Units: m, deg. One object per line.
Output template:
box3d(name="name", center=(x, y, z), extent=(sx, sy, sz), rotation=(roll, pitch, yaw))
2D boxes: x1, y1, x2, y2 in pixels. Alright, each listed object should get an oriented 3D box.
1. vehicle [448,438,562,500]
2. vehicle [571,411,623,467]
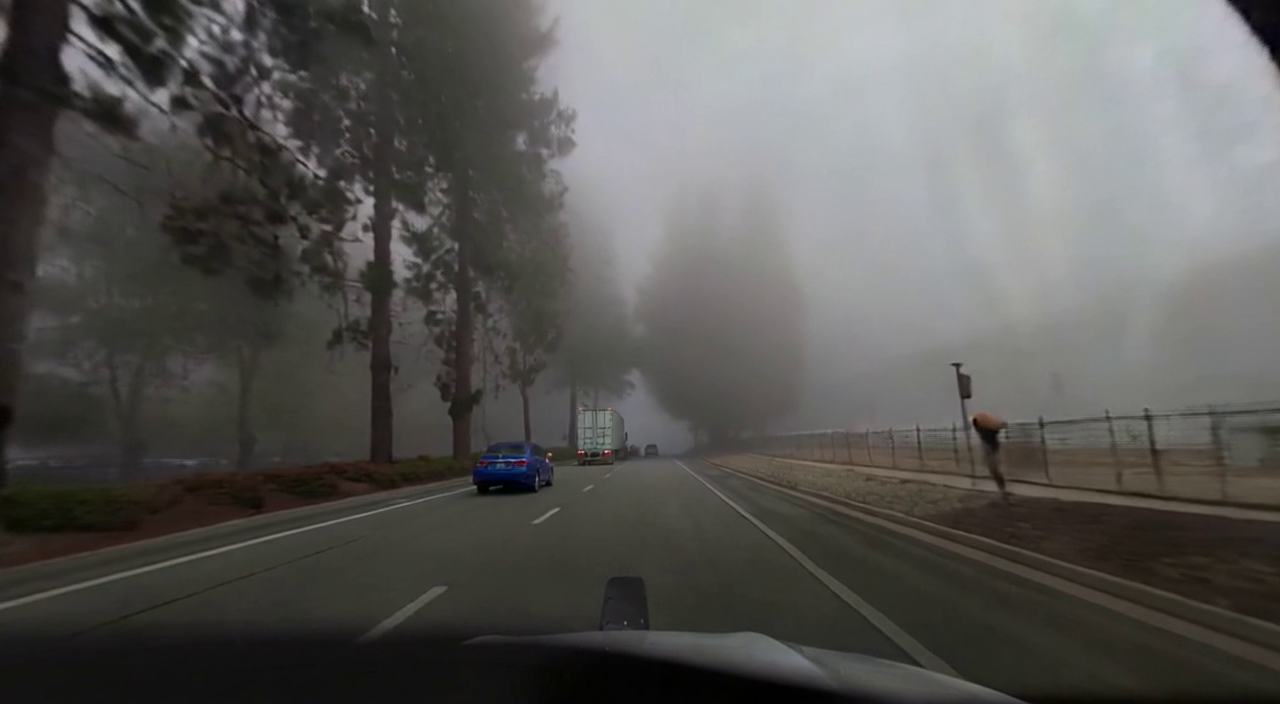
box3d(name="vehicle", center=(-3.491, 3.109, 17.231), extent=(2.005, 1.462, 4.345), rotation=(-1, -8, 2))
box3d(name="vehicle", center=(-2.651, 5.818, 41.886), extent=(2.746, 3.276, 8.572), rotation=(-1, -8, 1))
